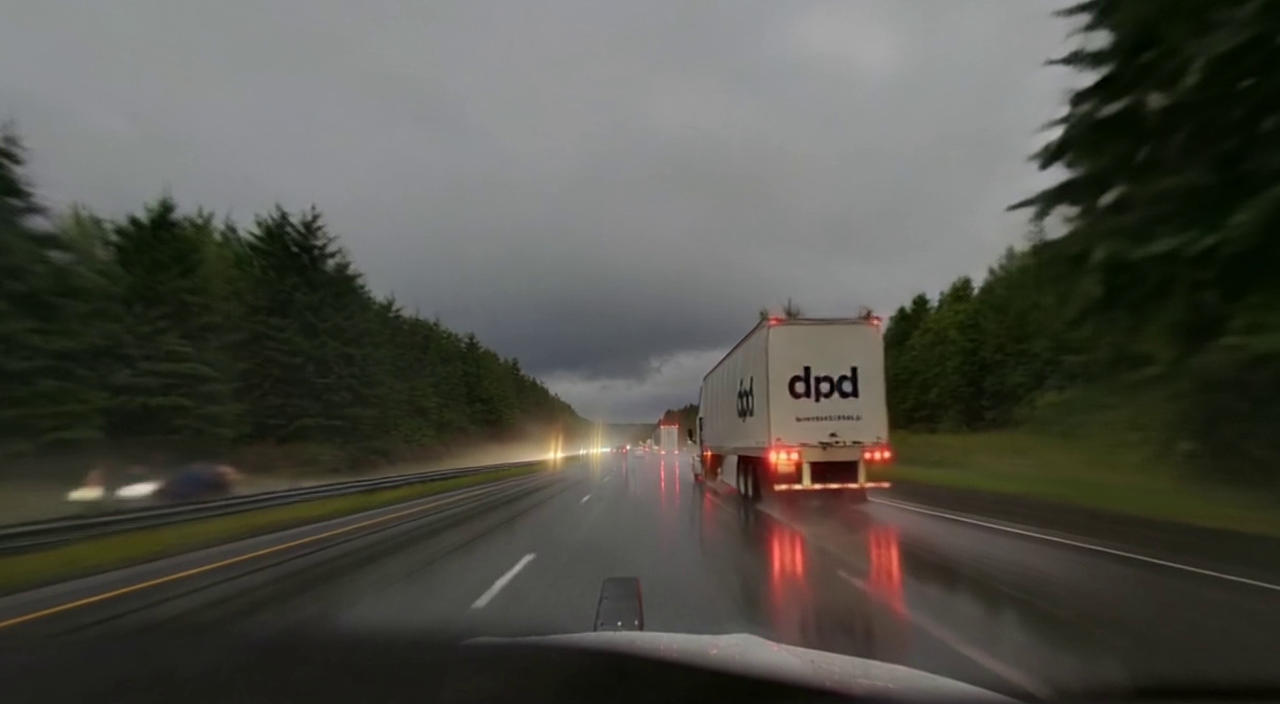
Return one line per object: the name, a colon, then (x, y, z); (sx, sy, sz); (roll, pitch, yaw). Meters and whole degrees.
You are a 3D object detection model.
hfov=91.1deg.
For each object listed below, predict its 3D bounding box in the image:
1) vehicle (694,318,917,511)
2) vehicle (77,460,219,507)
vehicle: (4.018, 2.340, 20.101); (2.973, 4.007, 14.076); (0, -9, -1)
vehicle: (-17.135, 4.564, 22.189); (1.810, 1.438, 3.987); (0, -9, -1)
